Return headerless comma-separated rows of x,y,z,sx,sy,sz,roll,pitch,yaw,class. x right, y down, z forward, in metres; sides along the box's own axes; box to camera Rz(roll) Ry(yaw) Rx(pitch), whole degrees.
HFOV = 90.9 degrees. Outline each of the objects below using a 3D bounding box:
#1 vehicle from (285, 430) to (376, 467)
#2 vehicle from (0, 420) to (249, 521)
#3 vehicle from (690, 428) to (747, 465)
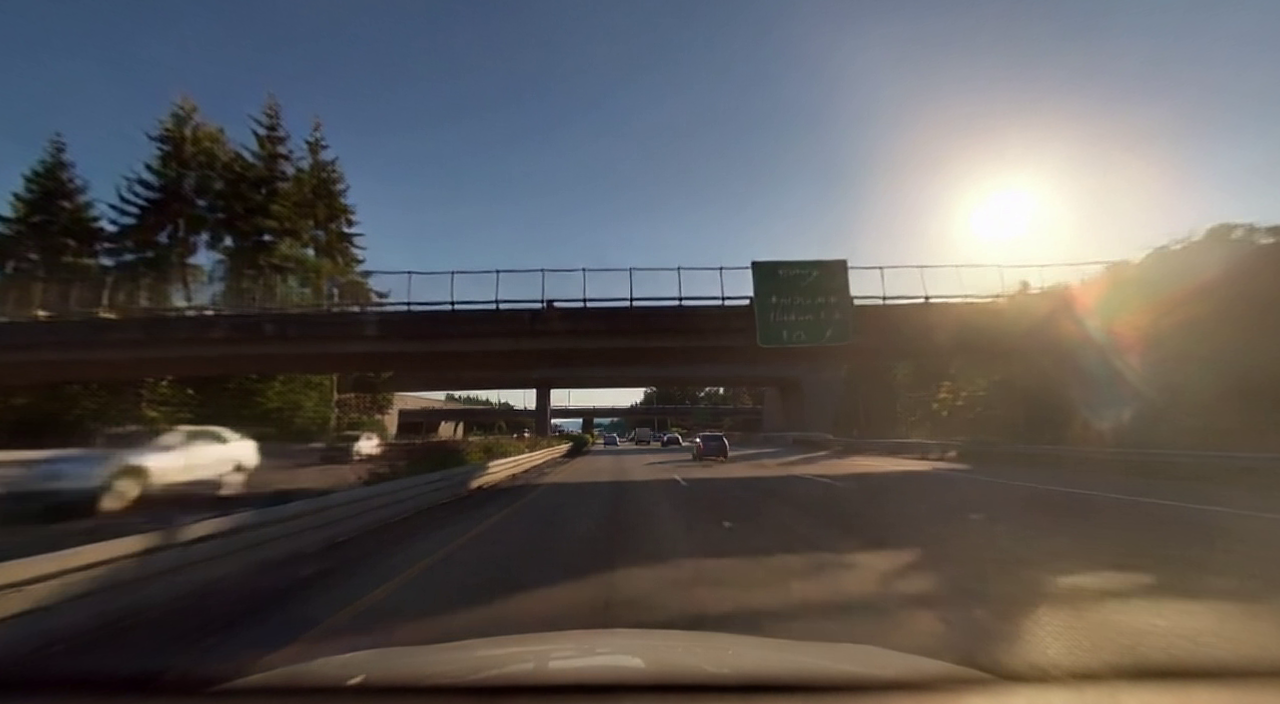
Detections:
-13.337,4.173,27.520,1.825,1.476,4.273,0,-8,0,vehicle
-8.957,1.972,11.064,1.815,1.452,3.760,0,-8,-1,vehicle
3.526,4.287,28.885,1.938,1.578,3.764,0,-8,-3,vehicle
